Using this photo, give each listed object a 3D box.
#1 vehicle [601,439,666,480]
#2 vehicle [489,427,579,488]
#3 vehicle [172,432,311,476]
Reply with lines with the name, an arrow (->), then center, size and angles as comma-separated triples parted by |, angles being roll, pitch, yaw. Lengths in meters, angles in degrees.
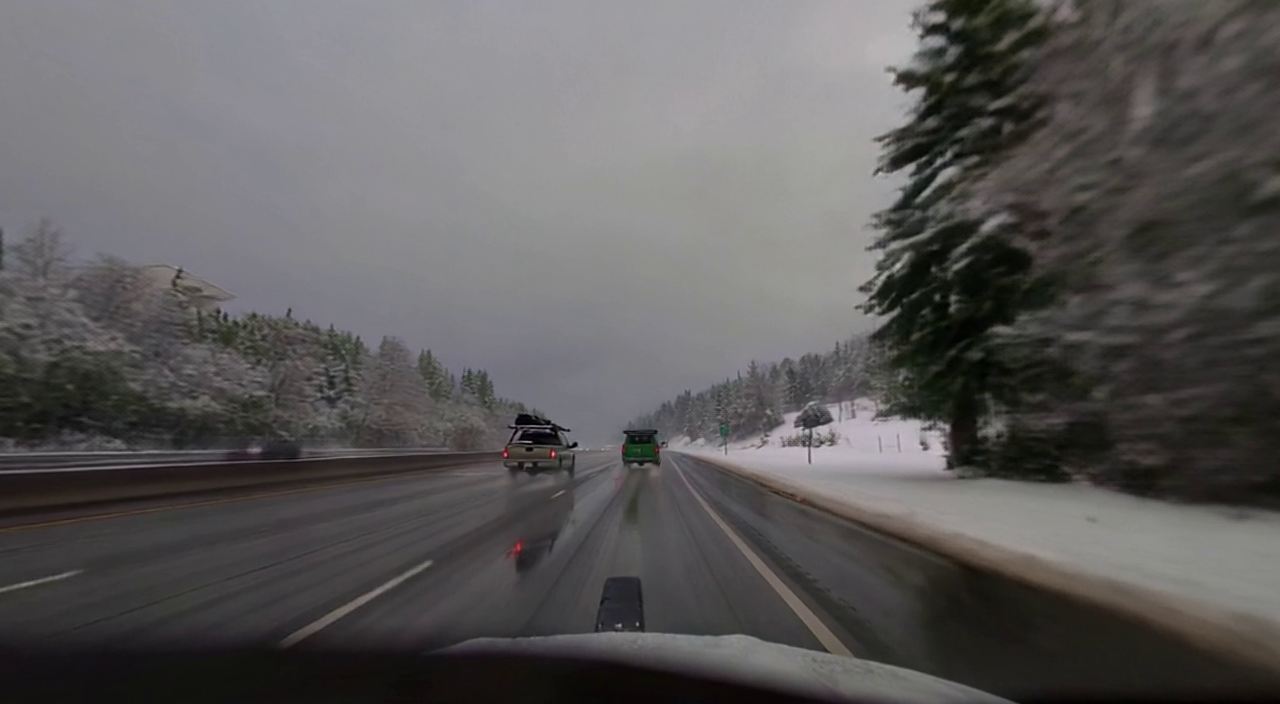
vehicle -> -0.185, 4.874, 28.821 | 2.715, 1.669, 5.163 | 0, -9, 2
vehicle -> -3.679, 3.771, 22.825 | 2.250, 1.947, 4.860 | 0, -9, 2
vehicle -> -18.281, 4.734, 29.427 | 2.626, 1.852, 5.784 | 0, -9, 1
